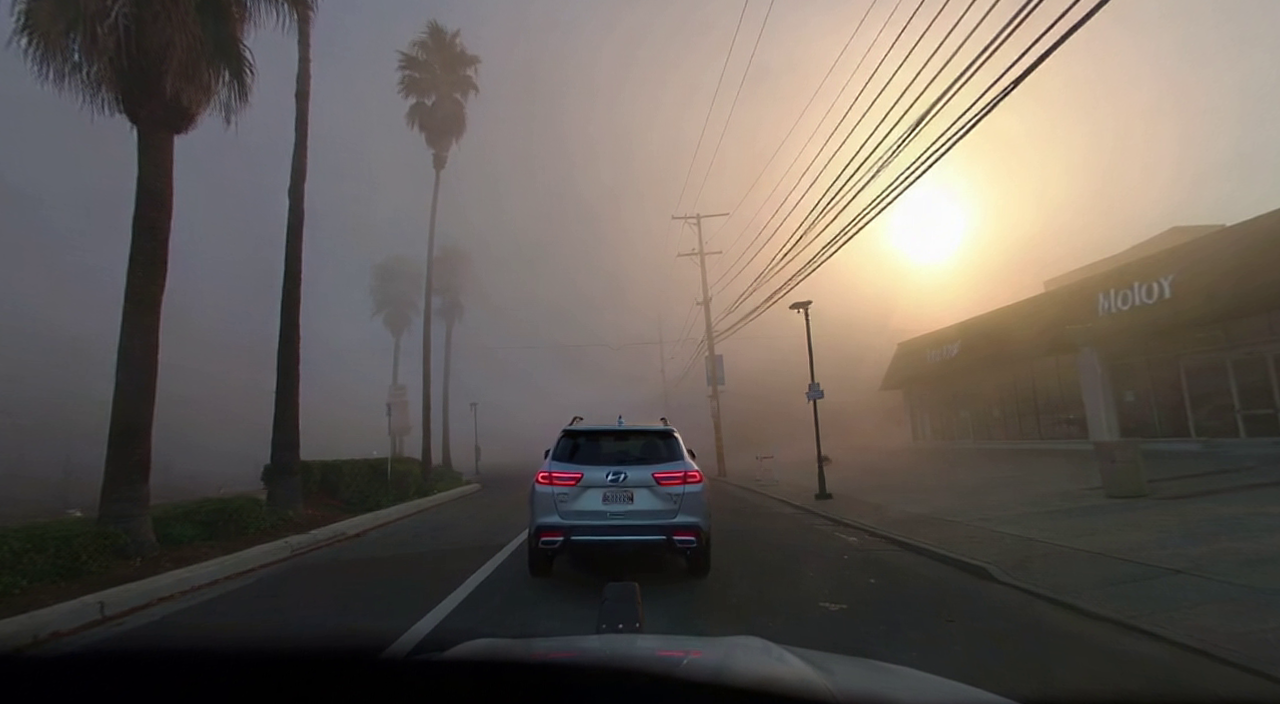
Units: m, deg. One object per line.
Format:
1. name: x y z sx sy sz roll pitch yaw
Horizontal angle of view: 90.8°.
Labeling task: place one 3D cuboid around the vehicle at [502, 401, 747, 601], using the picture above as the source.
1. vehicle: -0.207 1.560 7.408 2.105 1.702 3.750 0 -8 -3
